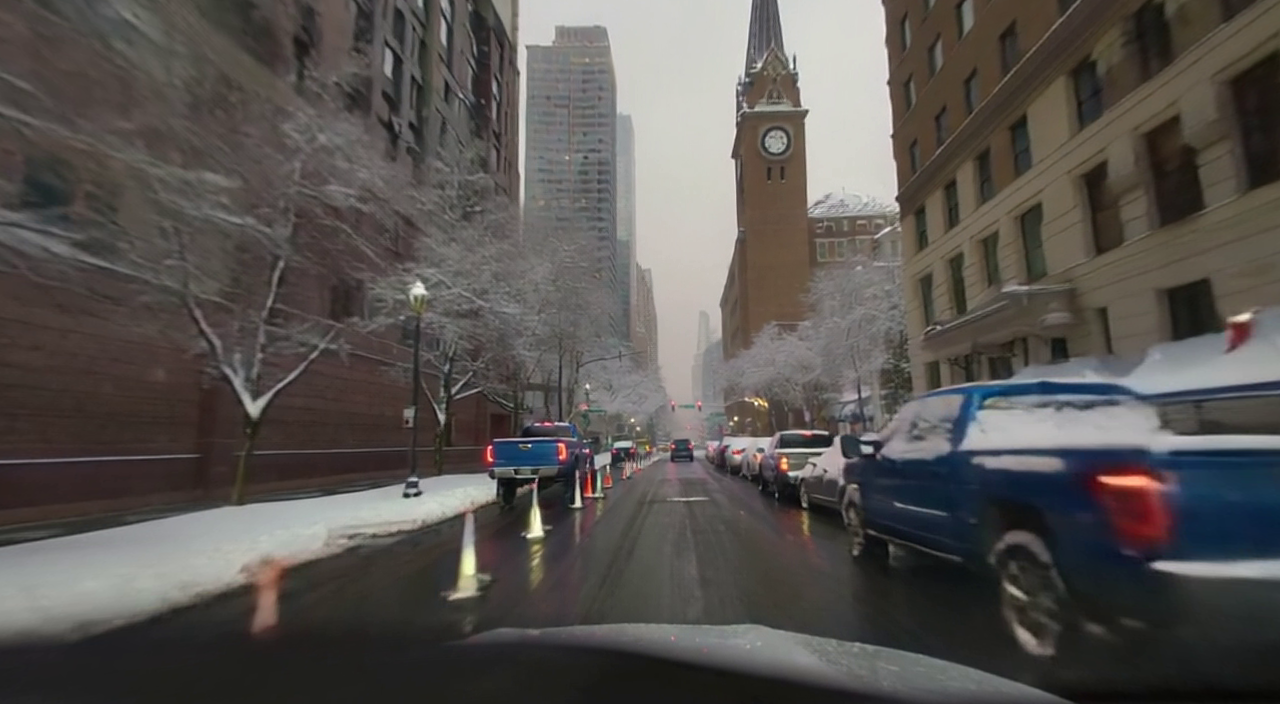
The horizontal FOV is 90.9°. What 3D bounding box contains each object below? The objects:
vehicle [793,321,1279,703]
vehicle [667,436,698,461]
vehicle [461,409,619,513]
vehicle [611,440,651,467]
[{"bbox_3d":[2.925,1.075,5.309,2.186,1.800,4.723,0,-8,2],"label":"vehicle"},{"bbox_3d":[3.199,7.301,47.661,2.183,1.784,4.317,-1,-8,4],"label":"vehicle"},{"bbox_3d":[-1.995,2.470,14.805,2.452,1.954,5.653,0,-8,4],"label":"vehicle"},{"bbox_3d":[-0.492,6.088,37.974,1.895,1.489,4.328,-1,-8,6],"label":"vehicle"}]
